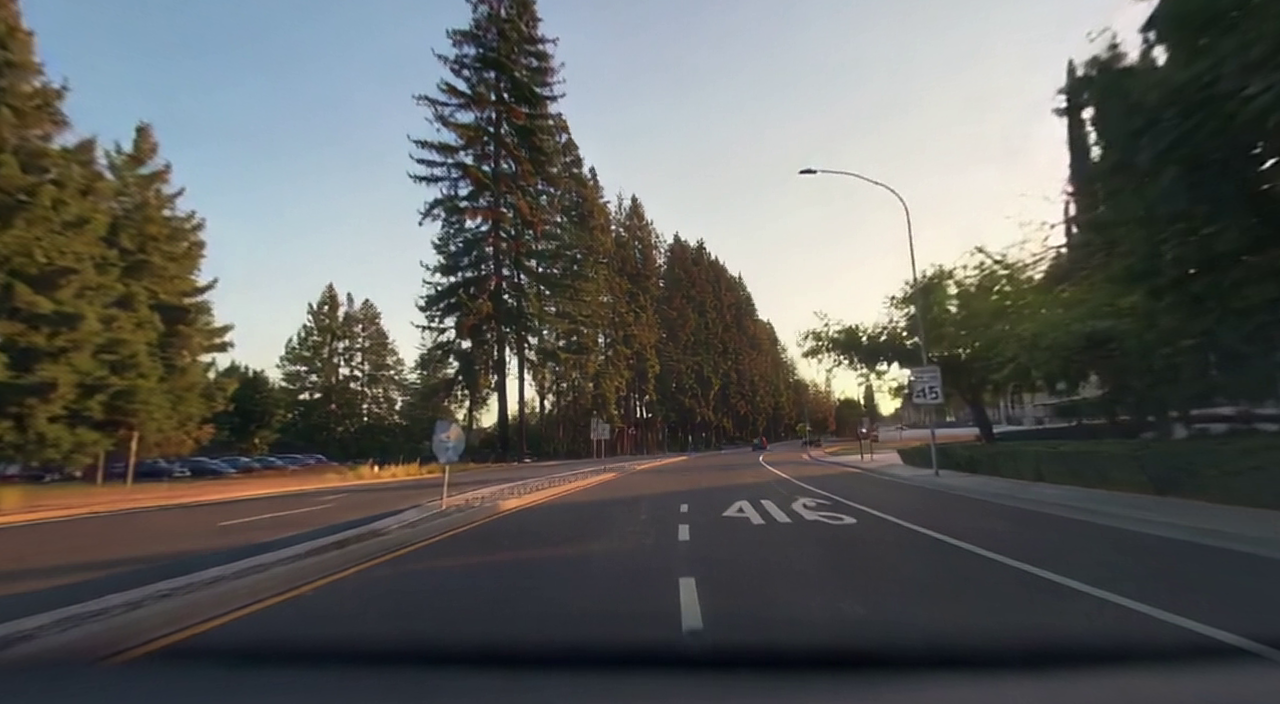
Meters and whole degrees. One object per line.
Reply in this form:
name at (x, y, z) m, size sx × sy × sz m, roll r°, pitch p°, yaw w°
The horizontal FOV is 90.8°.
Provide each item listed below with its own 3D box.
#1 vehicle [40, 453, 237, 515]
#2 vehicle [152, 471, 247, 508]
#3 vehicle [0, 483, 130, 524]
vehicle at (-33.346, 8.708, 42.971) m, size 2.888 × 3.468 × 10.757 m, roll -1°, pitch -9°, yaw 13°
vehicle at (-24.984, 7.774, 36.024) m, size 1.911 × 1.583 × 4.279 m, roll -8°, pitch -10°, yaw 11°
vehicle at (-26.457, 6.894, 29.103) m, size 1.827 × 1.450 × 4.302 m, roll -2°, pitch -8°, yaw 11°
